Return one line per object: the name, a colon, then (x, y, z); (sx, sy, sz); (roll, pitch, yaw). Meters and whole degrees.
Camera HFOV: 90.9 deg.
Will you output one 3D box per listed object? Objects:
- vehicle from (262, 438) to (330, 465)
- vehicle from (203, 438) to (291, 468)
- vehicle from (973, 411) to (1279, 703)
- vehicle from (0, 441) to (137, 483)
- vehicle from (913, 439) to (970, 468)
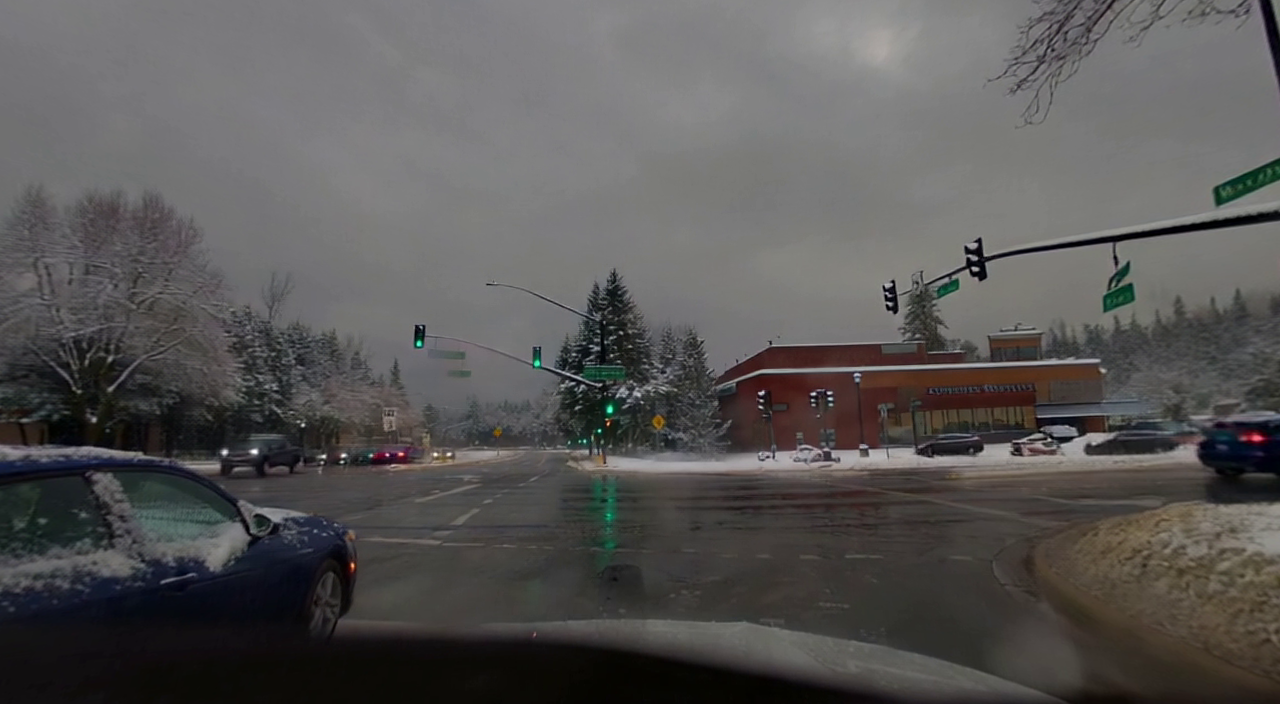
vehicle: (-23.555, 6.840, 43.382); (2.111, 1.742, 4.757); (0, -8, -2)
vehicle: (-27.341, 7.057, 44.233); (2.233, 1.889, 6.305); (0, -8, -1)
vehicle: (4.110, 1.070, 3.319); (1.940, 1.487, 4.562); (0, -8, -5)
vehicle: (-22.493, 4.218, 24.433); (2.206, 1.447, 4.697); (0, -8, -2)
vehicle: (16.974, 5.685, 35.373); (1.930, 1.492, 4.703); (-7, -10, 36)
